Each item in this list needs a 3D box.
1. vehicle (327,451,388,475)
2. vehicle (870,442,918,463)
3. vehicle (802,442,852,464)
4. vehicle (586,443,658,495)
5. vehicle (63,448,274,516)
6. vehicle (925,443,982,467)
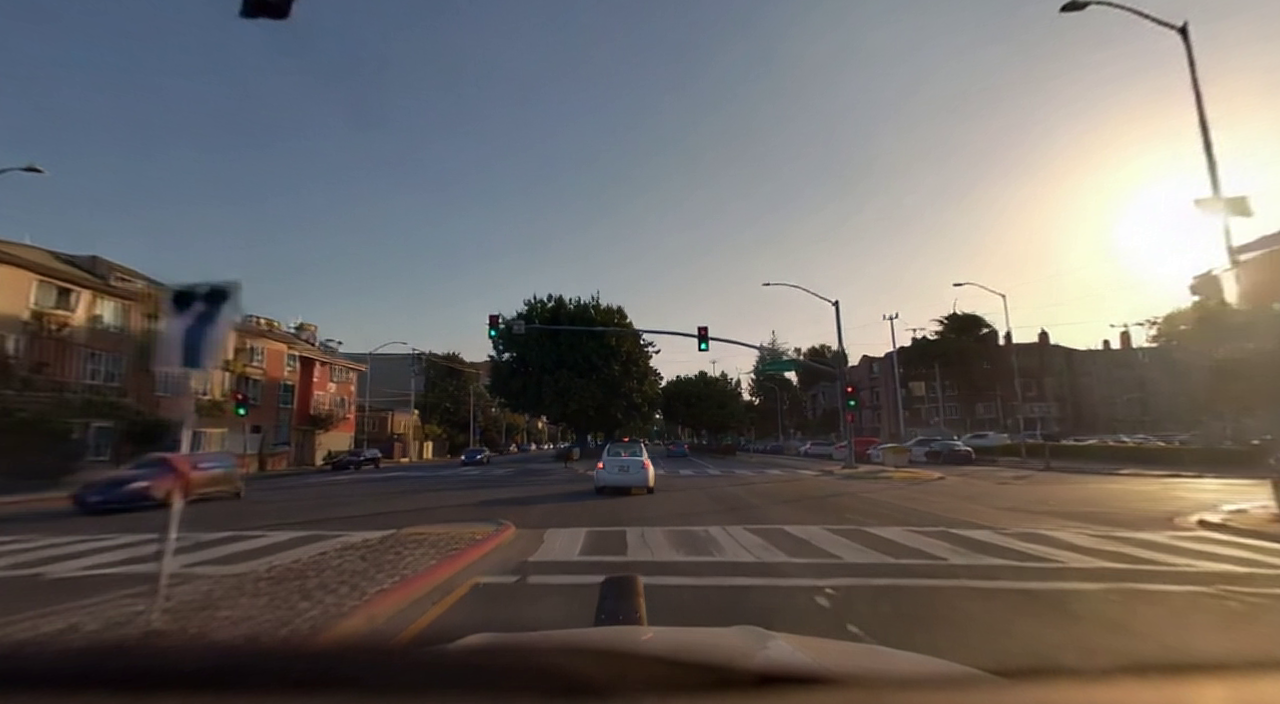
[{"bbox_3d":[-19.513,7.669,43.663,2.018,1.468,4.768,0,-8,0],"label":"vehicle"},{"bbox_3d":[18.941,7.436,46.830,1.900,1.490,4.238,-8,-11,41],"label":"vehicle"},{"bbox_3d":[12.675,6.893,42.986,1.849,1.429,4.335,0,-8,-3],"label":"vehicle"},{"bbox_3d":[-0.529,3.595,19.772,2.010,1.447,4.121,0,-8,-1],"label":"vehicle"},{"bbox_3d":[-12.030,3.290,16.594,1.963,1.504,4.640,0,-8,0],"label":"vehicle"},{"bbox_3d":[19.777,6.436,39.633,1.932,1.430,4.203,-8,-12,43],"label":"vehicle"}]
